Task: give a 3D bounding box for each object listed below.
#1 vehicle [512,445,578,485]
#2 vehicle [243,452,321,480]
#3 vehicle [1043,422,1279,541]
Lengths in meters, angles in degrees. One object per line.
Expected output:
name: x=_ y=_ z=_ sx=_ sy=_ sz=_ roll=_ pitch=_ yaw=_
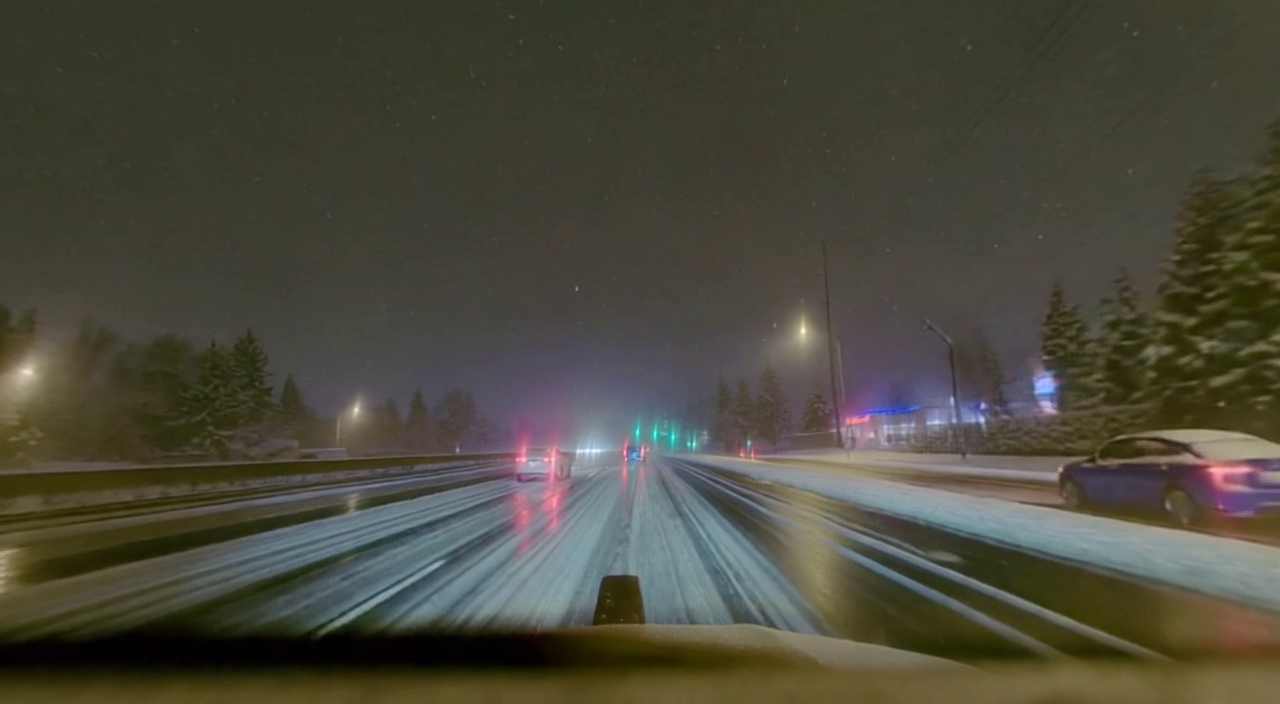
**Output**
vehicle: x=-3.961 y=4.801 z=27.049 sx=2.071 sy=1.553 sz=4.388 roll=0 pitch=-9 yaw=1
vehicle: x=-22.113 y=7.036 z=39.170 sx=1.929 sy=1.597 sz=4.923 roll=0 pitch=-9 yaw=1
vehicle: x=9.655 y=2.107 z=10.878 sx=2.035 sy=1.566 sz=5.409 roll=-1 pitch=-9 yaw=3
